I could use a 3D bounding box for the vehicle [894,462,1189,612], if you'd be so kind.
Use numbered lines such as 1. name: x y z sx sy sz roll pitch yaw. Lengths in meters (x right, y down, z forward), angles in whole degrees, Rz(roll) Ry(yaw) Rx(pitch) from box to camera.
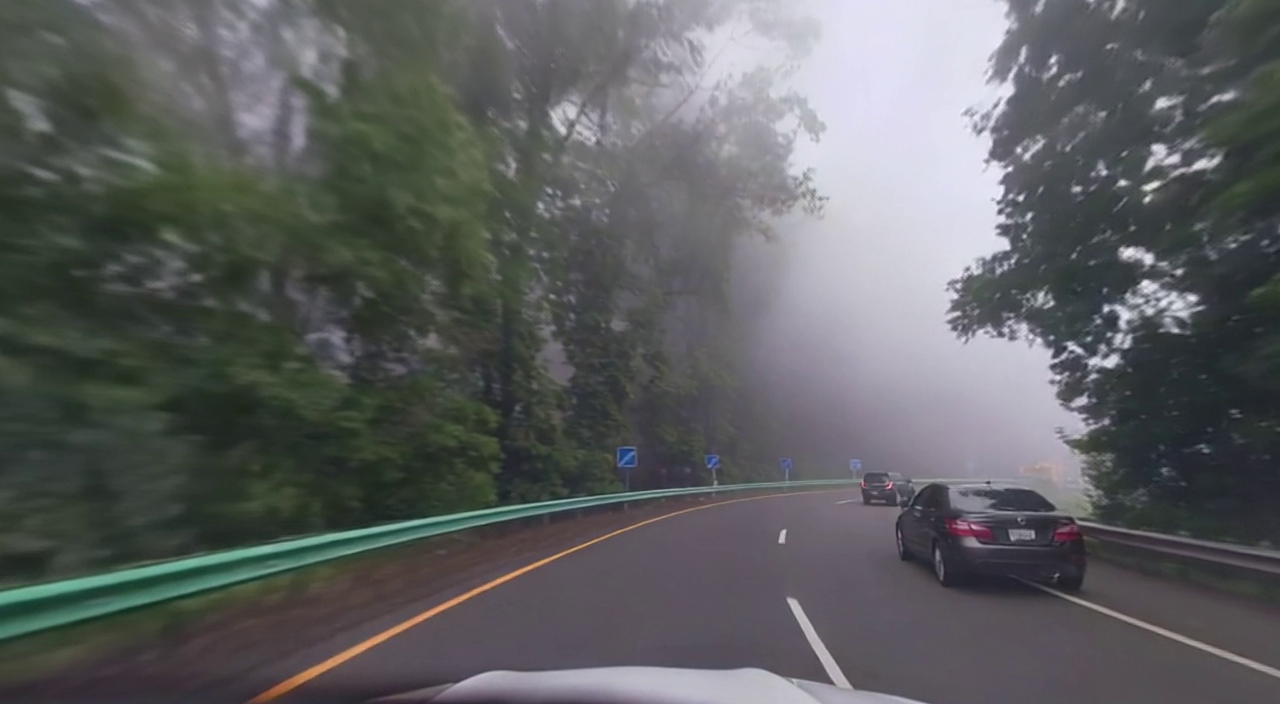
1. vehicle: 5.325 2.446 9.188 2.023 1.593 4.105 -1 -11 8

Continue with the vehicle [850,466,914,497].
1. vehicle: 12.954 6.879 33.649 1.992 1.503 3.793 -8 -14 39
